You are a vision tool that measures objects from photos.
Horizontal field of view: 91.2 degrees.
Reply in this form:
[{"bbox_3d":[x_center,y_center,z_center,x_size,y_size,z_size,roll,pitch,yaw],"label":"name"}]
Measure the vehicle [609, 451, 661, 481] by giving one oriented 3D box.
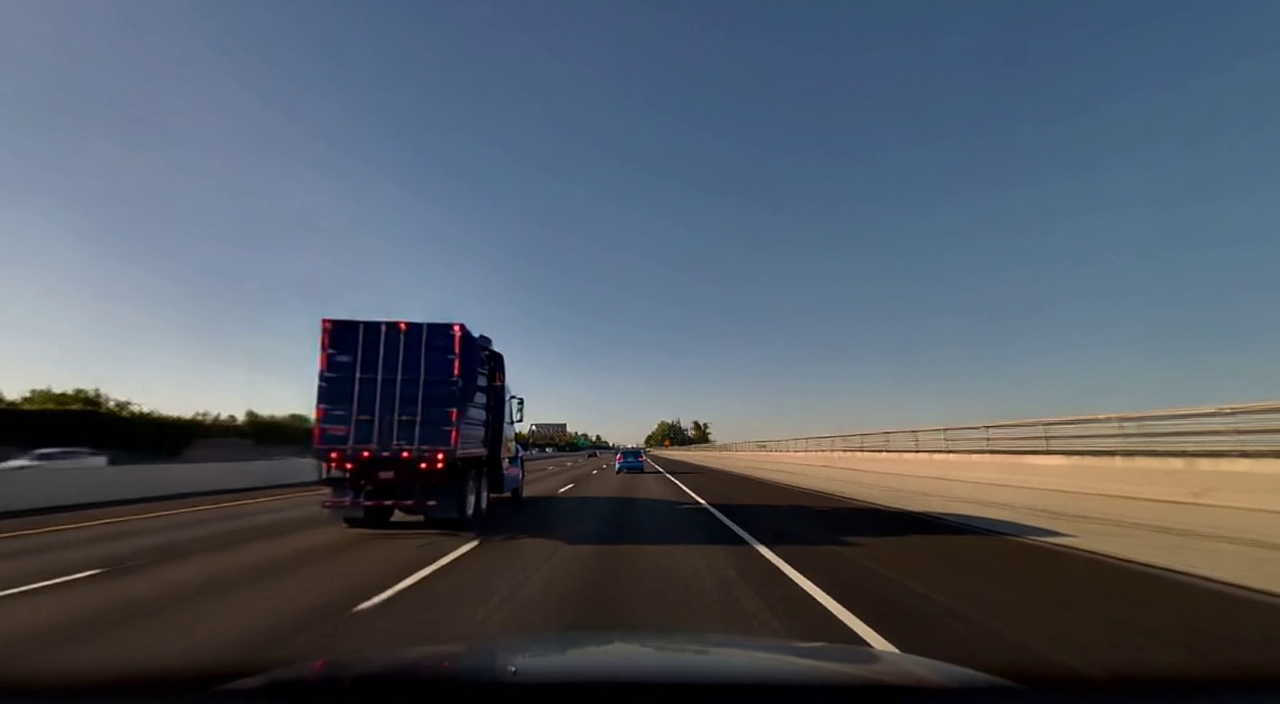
[{"bbox_3d":[-0.286,5.709,31.783,2.398,1.336,5.698,0,-9,-1],"label":"vehicle"}]
